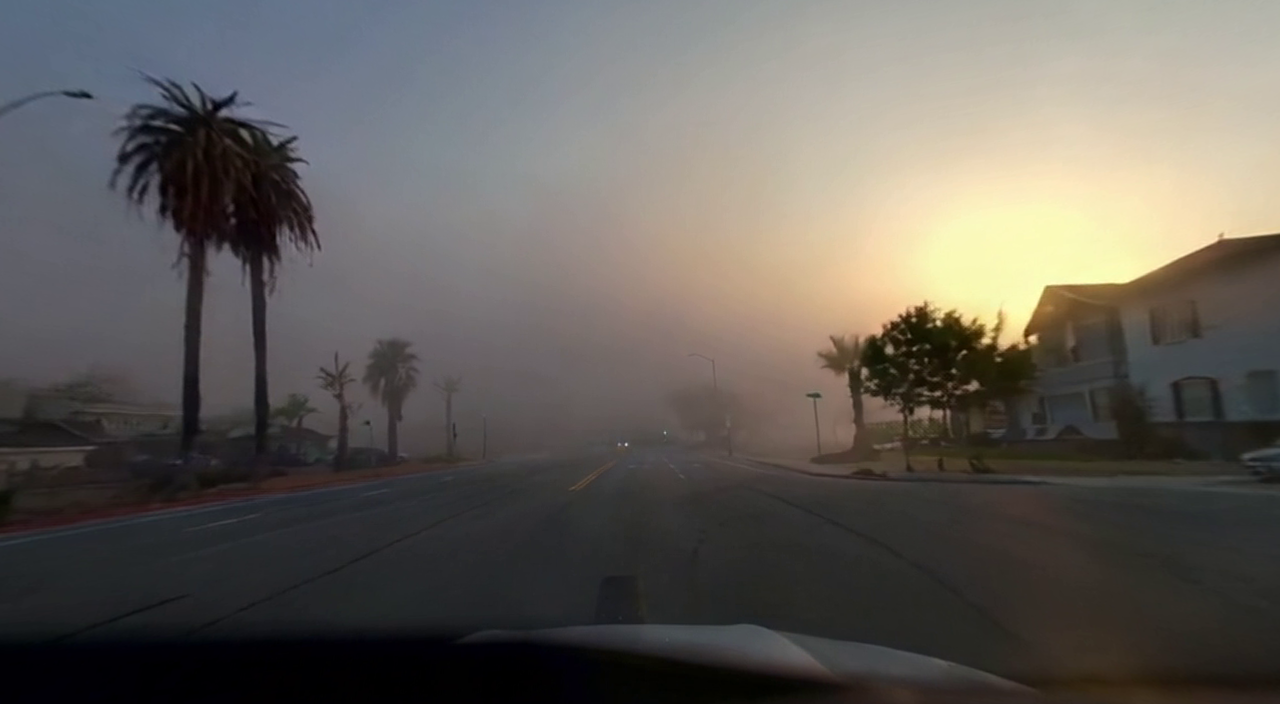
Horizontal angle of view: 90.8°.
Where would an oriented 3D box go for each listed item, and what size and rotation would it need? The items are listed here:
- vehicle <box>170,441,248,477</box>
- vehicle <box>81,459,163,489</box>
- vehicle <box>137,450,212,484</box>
[{"bbox_3d":[-26.674,6.558,39.075,4.793,2.087,1.929,-5,-9,30],"label":"vehicle"},{"bbox_3d":[-31.633,7.388,38.563,4.716,1.652,1.917,-4,-10,25],"label":"vehicle"},{"bbox_3d":[-26.573,6.559,36.027,4.270,1.690,1.978,-7,-8,32],"label":"vehicle"}]
